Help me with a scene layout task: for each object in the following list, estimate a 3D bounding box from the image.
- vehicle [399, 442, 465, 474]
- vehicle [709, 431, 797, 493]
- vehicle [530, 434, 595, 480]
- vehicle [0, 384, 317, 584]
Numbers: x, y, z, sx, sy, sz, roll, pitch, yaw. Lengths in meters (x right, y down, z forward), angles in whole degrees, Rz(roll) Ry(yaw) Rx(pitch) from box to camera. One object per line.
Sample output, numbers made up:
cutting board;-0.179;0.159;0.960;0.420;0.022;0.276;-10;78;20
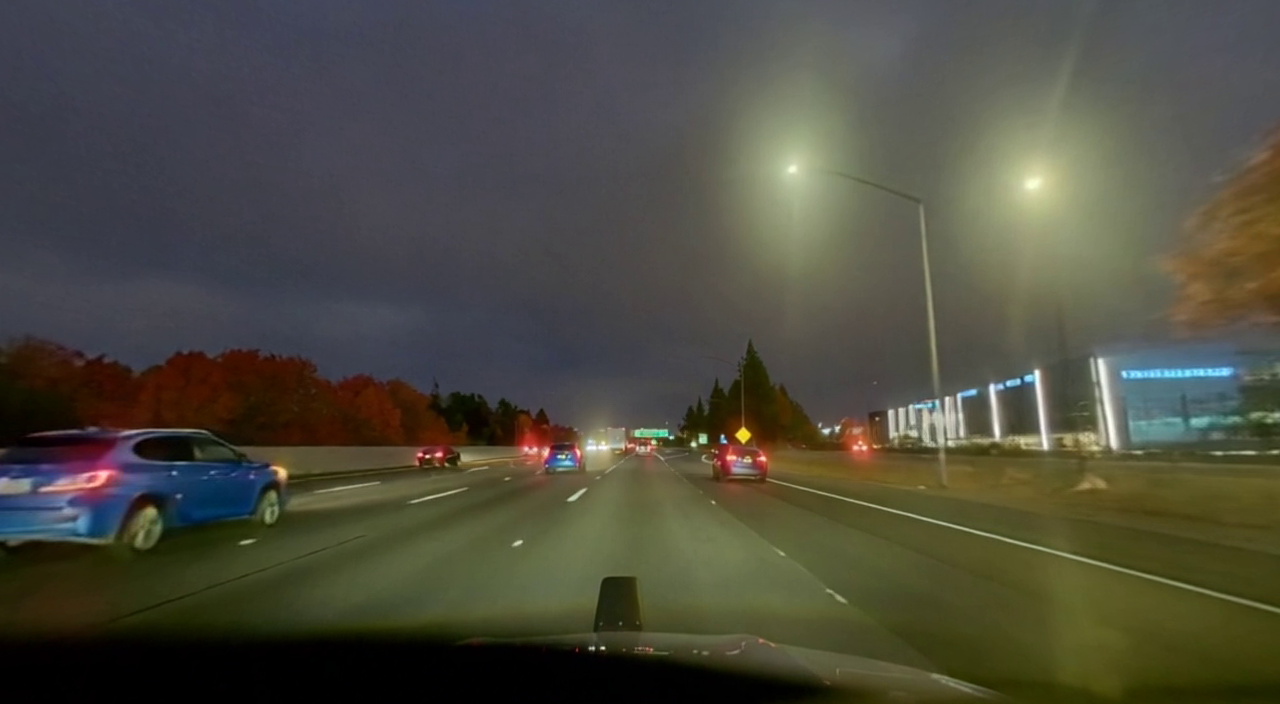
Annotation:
vehicle;-10.805;5.521;33.009;1.919;1.509;4.265;0;-9;1
vehicle;3.496;3.498;20.383;2.101;1.742;4.495;0;-9;1
vehicle;-3.159;4.405;26.646;2.111;1.742;4.315;0;-9;1
vehicle;-6.985;1.606;8.514;2.314;1.842;5.279;0;-9;1
